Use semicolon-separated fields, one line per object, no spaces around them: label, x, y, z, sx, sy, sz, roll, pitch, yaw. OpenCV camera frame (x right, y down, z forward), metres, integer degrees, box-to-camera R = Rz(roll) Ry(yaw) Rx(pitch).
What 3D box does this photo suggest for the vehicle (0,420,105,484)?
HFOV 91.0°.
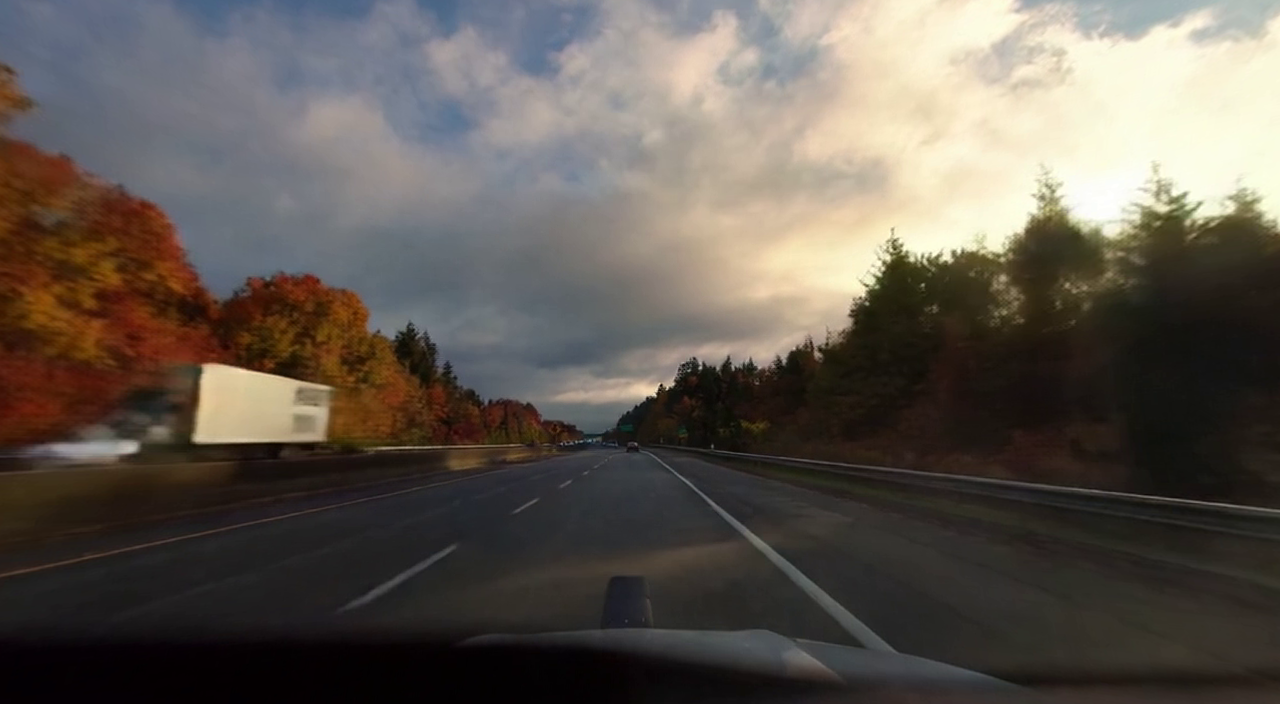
vehicle;-16.507;2.555;16.200;1.861;1.541;4.039;0;-8;0
